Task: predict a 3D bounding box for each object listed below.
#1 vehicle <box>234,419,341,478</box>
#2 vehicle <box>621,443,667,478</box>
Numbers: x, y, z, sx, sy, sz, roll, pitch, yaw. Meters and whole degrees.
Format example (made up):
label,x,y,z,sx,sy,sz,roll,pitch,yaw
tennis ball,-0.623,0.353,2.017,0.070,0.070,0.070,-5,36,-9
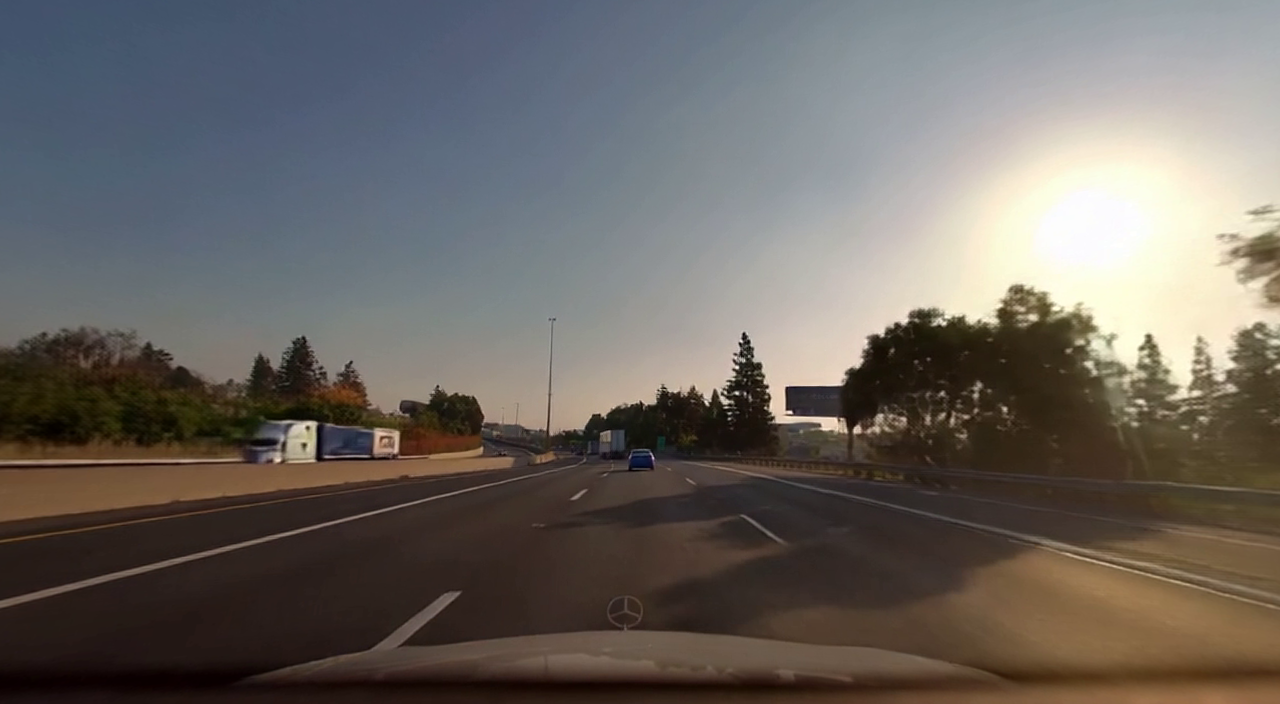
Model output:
label,x,y,z,sx,sy,sz,roll,pitch,yaw
vehicle,-25.325,7.003,45.985,3.016,3.920,8.421,0,-8,-1
vehicle,0.107,5.155,30.196,2.042,1.528,4.300,0,-8,-2
